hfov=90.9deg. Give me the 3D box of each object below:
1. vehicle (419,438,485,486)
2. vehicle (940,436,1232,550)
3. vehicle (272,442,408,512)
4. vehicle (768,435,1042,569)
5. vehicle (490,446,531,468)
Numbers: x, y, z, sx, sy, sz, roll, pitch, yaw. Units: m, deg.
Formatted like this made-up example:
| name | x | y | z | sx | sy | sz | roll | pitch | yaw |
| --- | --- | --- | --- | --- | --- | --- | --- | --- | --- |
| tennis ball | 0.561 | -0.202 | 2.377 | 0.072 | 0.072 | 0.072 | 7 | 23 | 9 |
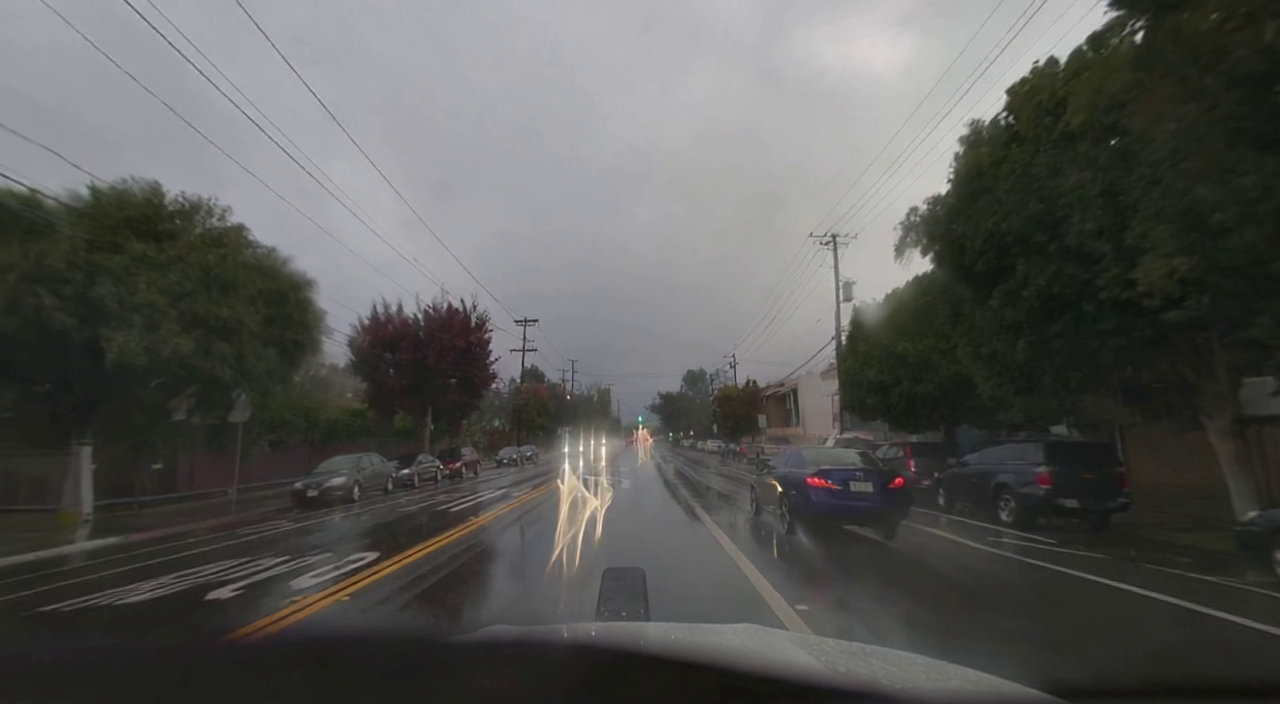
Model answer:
| name | x | y | z | sx | sy | sz | roll | pitch | yaw |
| --- | --- | --- | --- | --- | --- | --- | --- | --- | --- |
| vehicle | -9.411 | 5.487 | 31.957 | 1.981 | 1.975 | 4.534 | -3 | -5 | -1 |
| vehicle | 7.785 | 2.449 | 11.753 | 2.044 | 1.682 | 4.466 | 0 | -9 | -2 |
| vehicle | -9.388 | 3.901 | 20.191 | 1.961 | 1.683 | 4.483 | -8 | -9 | 1 |
| vehicle | 3.489 | 2.052 | 9.533 | 2.059 | 1.489 | 4.629 | 0 | -9 | -1 |
| vehicle | -9.295 | 7.560 | 45.661 | 1.944 | 1.524 | 4.404 | -1 | -8 | 1 |
